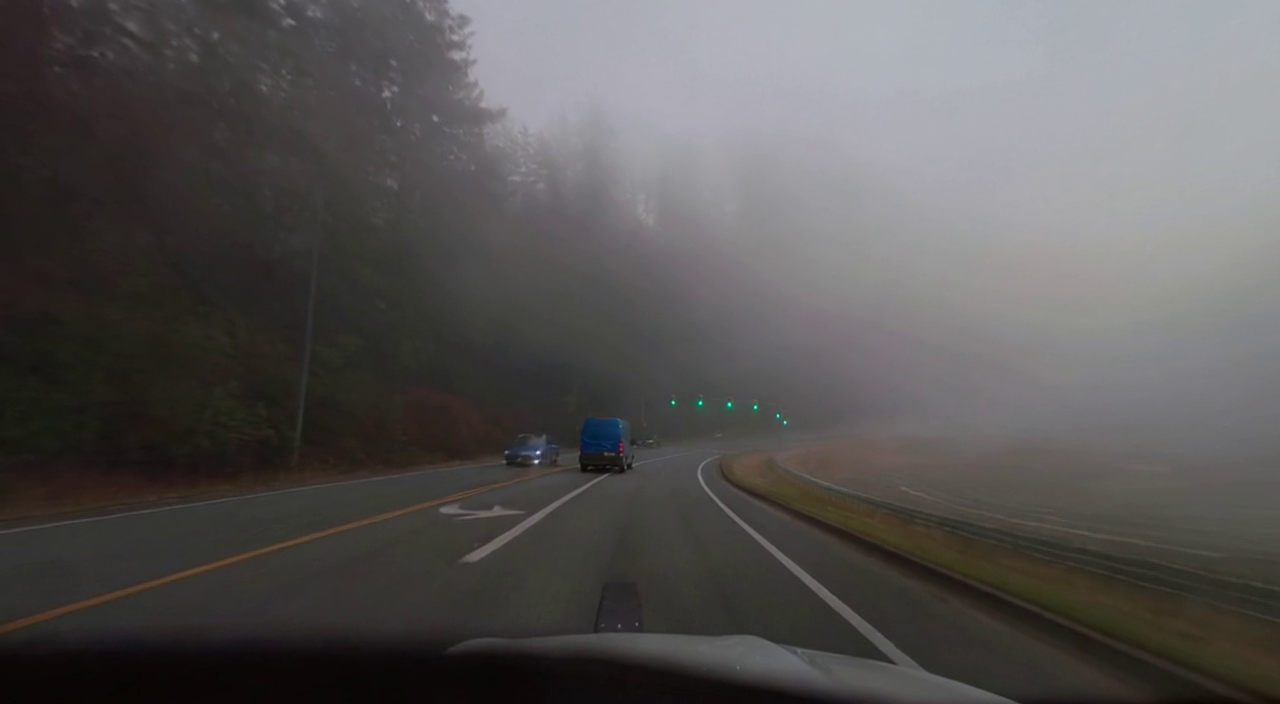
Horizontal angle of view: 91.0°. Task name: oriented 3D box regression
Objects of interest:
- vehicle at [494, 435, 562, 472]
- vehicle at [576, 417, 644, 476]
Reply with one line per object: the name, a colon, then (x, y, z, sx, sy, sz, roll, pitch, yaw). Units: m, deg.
vehicle: (-4.867, 4.487, 28.019, 1.968, 1.460, 4.486, 0, -8, 3)
vehicle: (-1.129, 4.010, 26.834, 2.362, 2.185, 5.212, 0, -8, 3)
